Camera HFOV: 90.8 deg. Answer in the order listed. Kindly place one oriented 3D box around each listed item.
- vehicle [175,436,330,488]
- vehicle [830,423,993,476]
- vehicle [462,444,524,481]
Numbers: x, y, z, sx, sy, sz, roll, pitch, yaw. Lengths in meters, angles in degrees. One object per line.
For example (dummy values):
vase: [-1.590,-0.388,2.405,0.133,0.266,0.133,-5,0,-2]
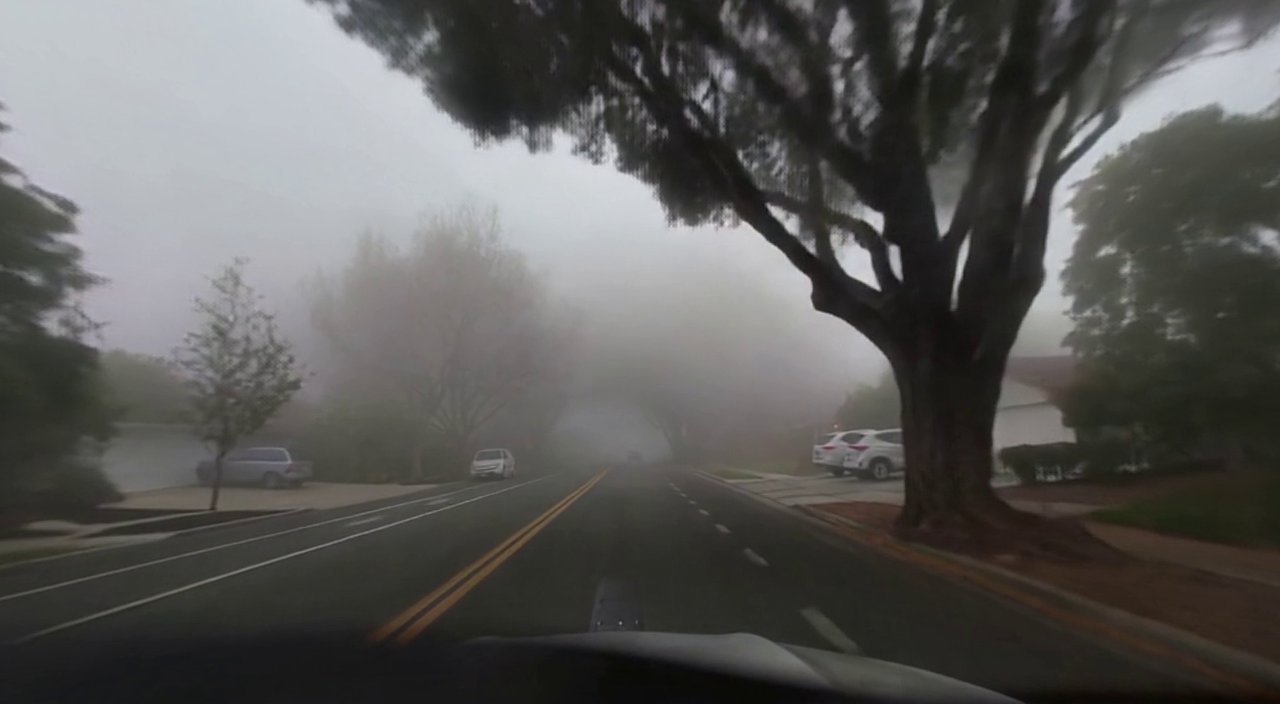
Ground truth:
vehicle: [-14.628,4.152,24.029,4.602,1.847,1.976,-1,-9,4]
vehicle: [8.996,3.272,21.238,4.535,1.697,1.968,0,-9,-1]
vehicle: [-7.869,5.939,34.368,2.122,1.739,4.770,-4,-8,0]
